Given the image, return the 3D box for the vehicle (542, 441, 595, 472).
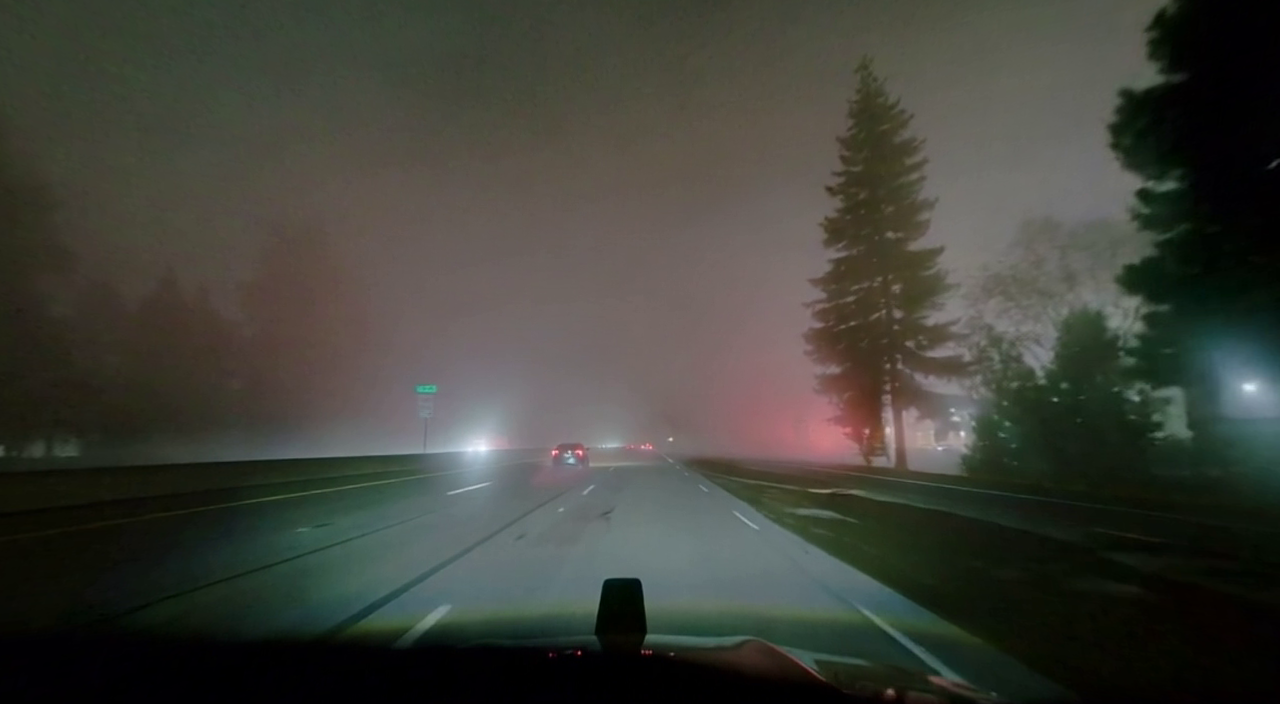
[{"bbox_3d":[-3.509,5.200,31.665,2.128,1.450,4.078,0,-8,1],"label":"vehicle"}]
